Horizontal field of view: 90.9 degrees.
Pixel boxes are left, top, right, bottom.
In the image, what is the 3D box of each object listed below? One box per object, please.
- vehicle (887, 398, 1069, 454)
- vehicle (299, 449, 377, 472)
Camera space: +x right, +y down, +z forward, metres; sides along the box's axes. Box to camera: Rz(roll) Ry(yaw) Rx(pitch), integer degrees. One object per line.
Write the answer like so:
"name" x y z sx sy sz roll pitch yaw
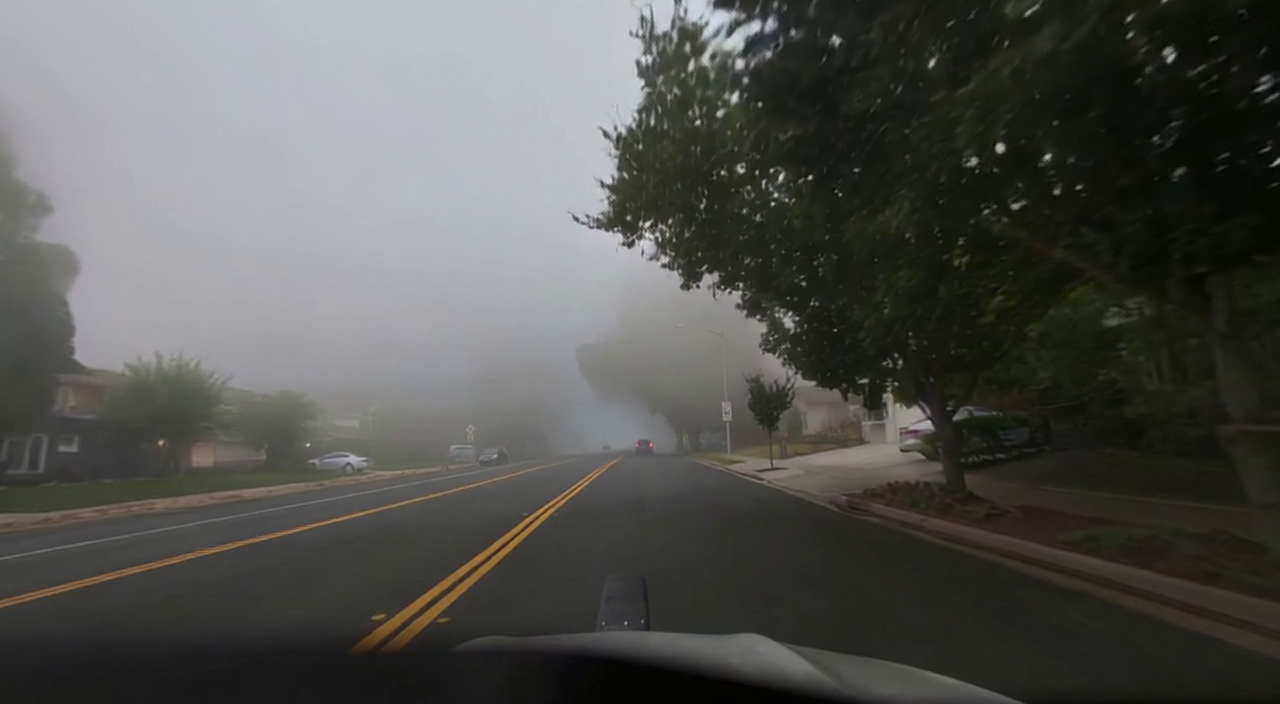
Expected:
"vehicle" 11.276 2.580 21.482 4.996 1.563 1.984 -5 -9 15
"vehicle" -22.587 8.136 47.333 4.791 1.564 2.125 0 -8 -5
